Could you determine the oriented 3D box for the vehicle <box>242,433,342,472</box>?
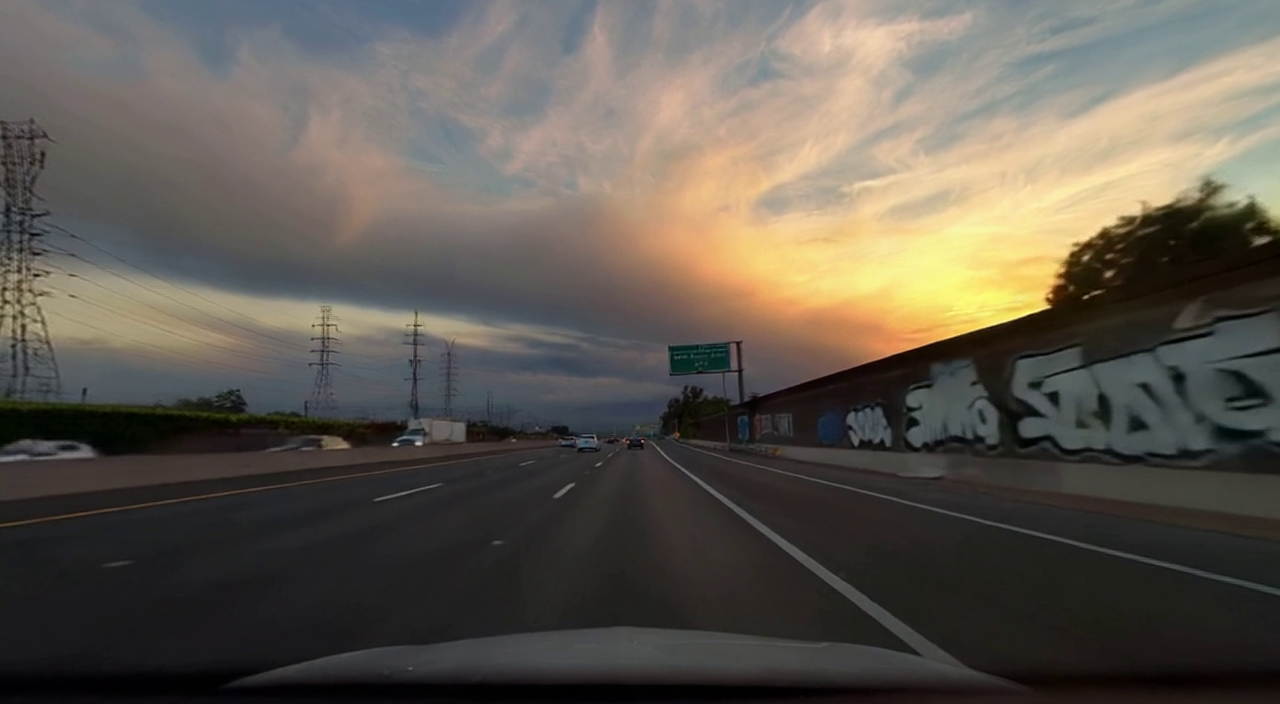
[{"bbox_3d":[-15.479,4.456,28.345,1.965,1.598,4.475,0,-8,0],"label":"vehicle"}]
